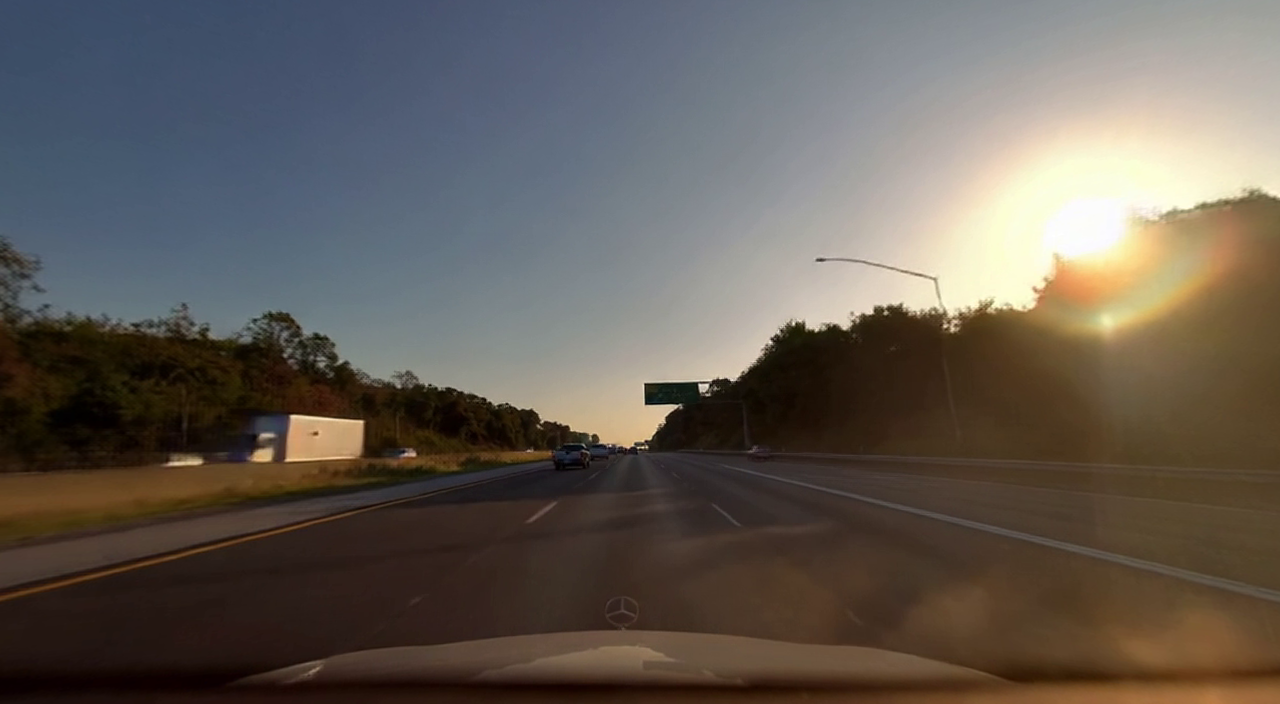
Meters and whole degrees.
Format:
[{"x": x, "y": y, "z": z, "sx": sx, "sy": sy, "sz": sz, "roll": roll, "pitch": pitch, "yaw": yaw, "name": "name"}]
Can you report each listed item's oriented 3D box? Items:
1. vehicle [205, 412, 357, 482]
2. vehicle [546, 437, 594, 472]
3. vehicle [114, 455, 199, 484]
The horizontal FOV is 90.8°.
[{"x": -21.525, "y": 5.887, "z": 39.096, "sx": 3.040, "sy": 3.719, "sz": 10.791, "roll": 0, "pitch": -9, "yaw": 0, "name": "vehicle"}, {"x": -3.776, "y": 5.653, "z": 34.905, "sx": 2.114, "sy": 1.774, "sz": 4.427, "roll": 0, "pitch": -9, "yaw": 0, "name": "vehicle"}, {"x": -32.841, "y": 7.969, "z": 43.102, "sx": 2.044, "sy": 1.790, "sz": 4.666, "roll": 0, "pitch": -9, "yaw": -1, "name": "vehicle"}]
